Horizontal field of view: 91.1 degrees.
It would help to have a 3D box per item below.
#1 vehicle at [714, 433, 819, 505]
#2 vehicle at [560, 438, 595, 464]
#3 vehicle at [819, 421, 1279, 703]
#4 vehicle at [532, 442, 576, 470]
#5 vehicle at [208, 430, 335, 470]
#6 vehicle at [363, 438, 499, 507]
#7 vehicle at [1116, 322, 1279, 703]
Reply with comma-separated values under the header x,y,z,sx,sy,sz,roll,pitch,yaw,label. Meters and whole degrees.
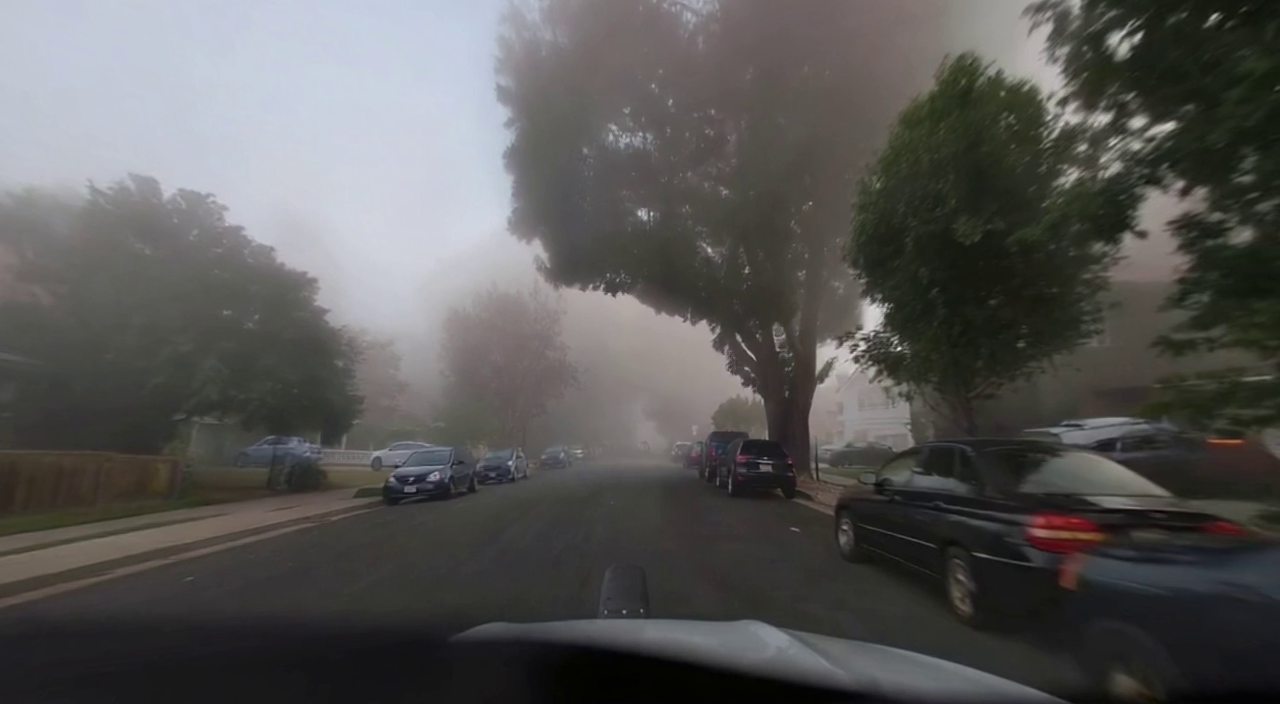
x,y,z,sx,sy,sz,roll,pitch,yaw,label
3.164,3.017,16.719,1.914,1.631,4.558,0,-8,1,vehicle
-4.818,7.721,49.099,2.162,1.857,4.758,2,-8,0,vehicle
3.167,1.445,5.556,1.877,1.496,4.428,0,-8,0,vehicle
-5.267,6.423,39.048,1.872,1.515,4.535,1,-8,2,vehicle
-17.536,4.690,30.034,4.731,1.817,2.025,0,-8,0,vehicle
-5.444,3.183,17.136,1.899,1.538,4.611,2,-8,3,vehicle
3.065,0.530,0.309,2.005,1.745,4.624,0,-8,0,vehicle
